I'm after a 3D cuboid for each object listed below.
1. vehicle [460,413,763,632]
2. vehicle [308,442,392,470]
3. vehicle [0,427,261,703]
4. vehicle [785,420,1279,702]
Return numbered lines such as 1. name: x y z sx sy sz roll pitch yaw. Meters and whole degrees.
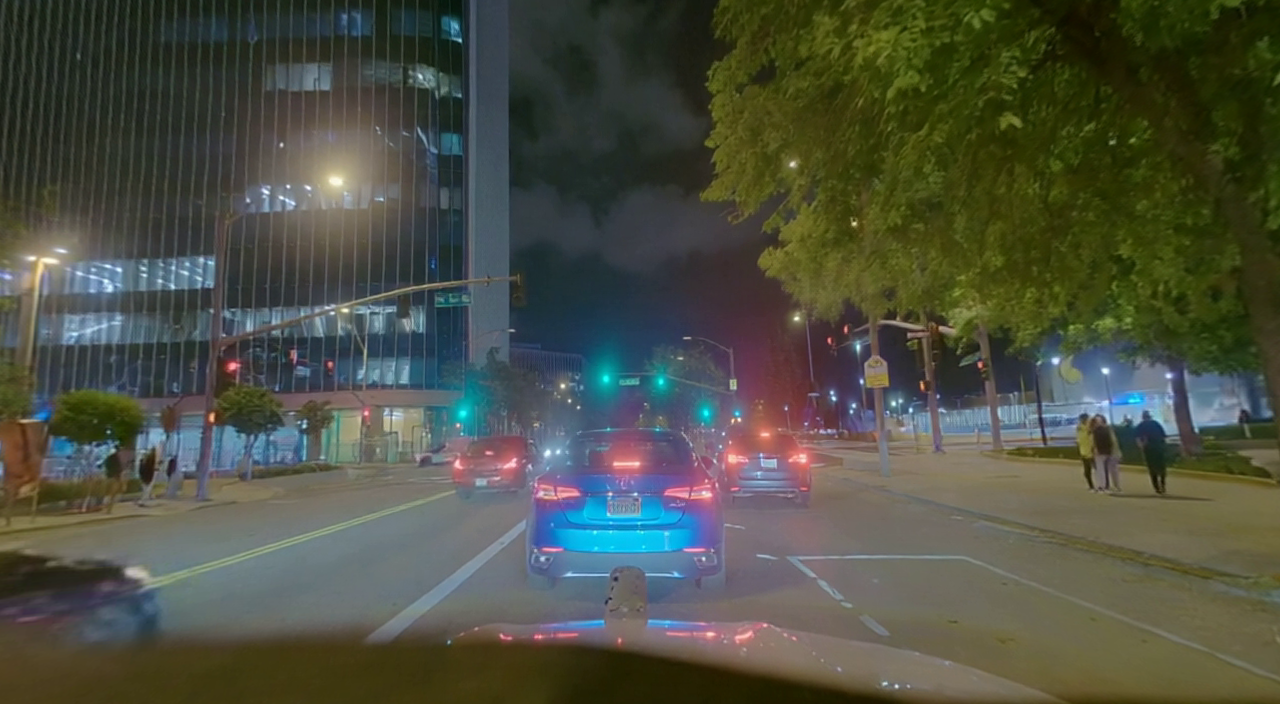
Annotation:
1. vehicle: -0.268 1.469 6.411 2.072 1.476 4.078 0 -8 -2
2. vehicle: -16.780 6.009 36.390 4.265 1.531 1.857 -3 -9 20
3. vehicle: -3.462 0.906 1.726 1.957 1.427 4.531 0 -8 1
4. vehicle: 2.757 1.405 5.443 1.952 1.464 4.165 0 -8 -1
